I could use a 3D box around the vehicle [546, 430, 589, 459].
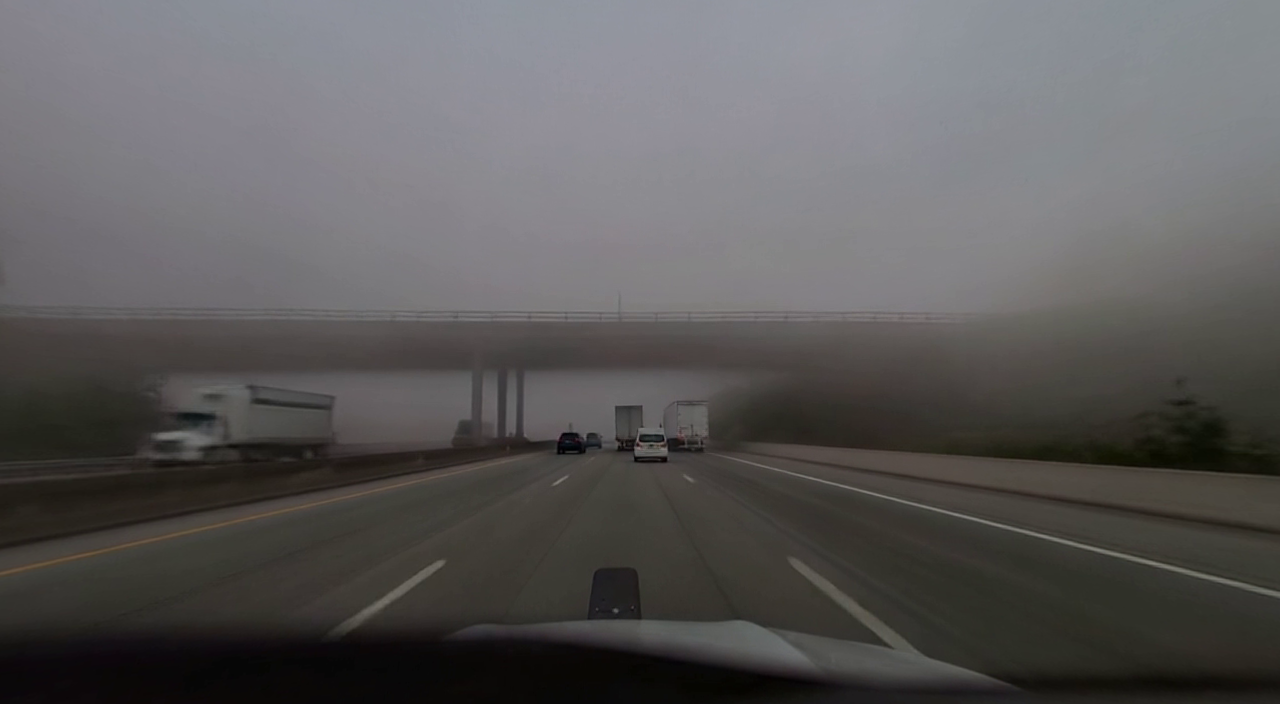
[{"bbox_3d":[-4.066,5.293,36.133,1.979,1.527,4.754,0,-8,-1],"label":"vehicle"}]

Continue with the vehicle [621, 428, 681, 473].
[{"bbox_3d":[0.328,3.635,23.535,2.059,1.522,3.693,0,-8,-2],"label":"vehicle"}]

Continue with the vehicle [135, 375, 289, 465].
[{"bbox_3d":[-21.260,3.501,31.902,2.992,4.070,6.649,0,-8,-1],"label":"vehicle"}]
